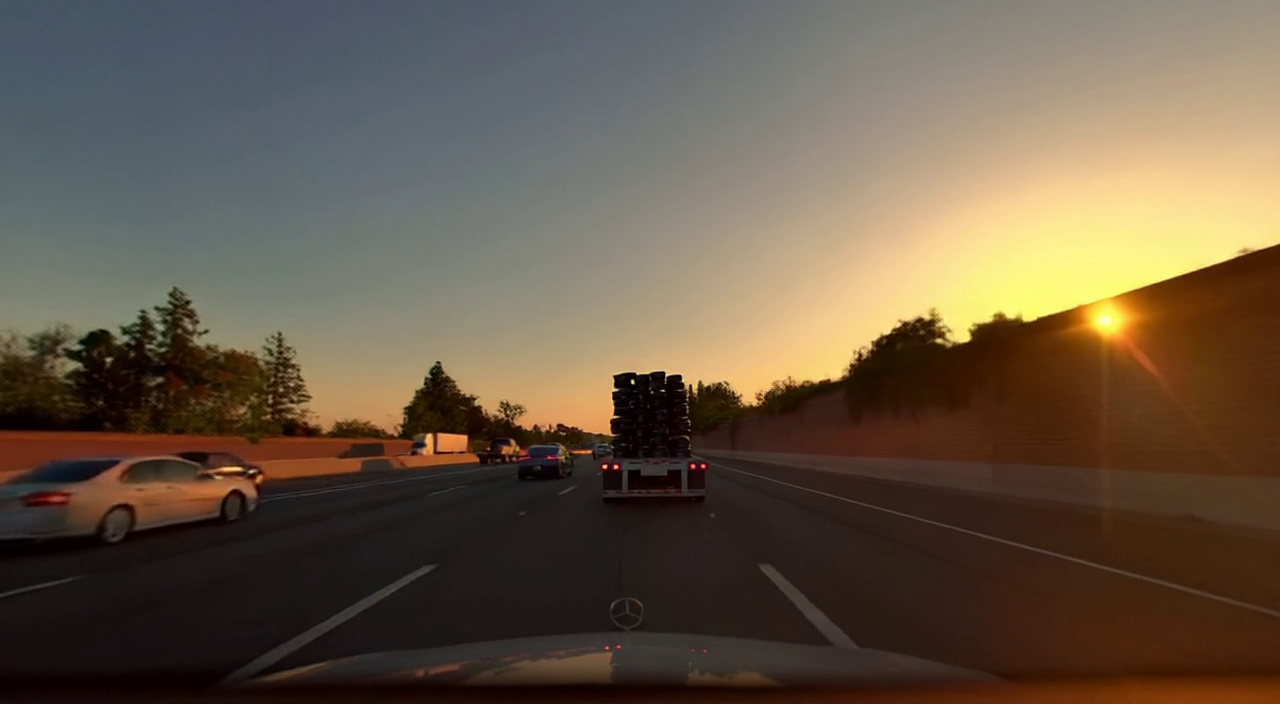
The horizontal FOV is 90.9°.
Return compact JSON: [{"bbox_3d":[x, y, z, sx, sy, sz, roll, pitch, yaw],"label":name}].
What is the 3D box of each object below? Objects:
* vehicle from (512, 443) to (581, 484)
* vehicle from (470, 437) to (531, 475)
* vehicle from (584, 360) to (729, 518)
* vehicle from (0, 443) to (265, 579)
[{"bbox_3d":[-3.624,4.391,25.229,1.974,1.475,4.538,0,-8,1],"label":"vehicle"},{"bbox_3d":[-7.468,5.635,34.430,2.164,1.874,5.004,0,-8,0],"label":"vehicle"},{"bbox_3d":[0.351,2.290,16.550,2.798,3.071,8.412,0,-8,1],"label":"vehicle"},{"bbox_3d":[-7.884,2.056,9.088,2.006,1.458,4.700,0,-8,1],"label":"vehicle"}]
